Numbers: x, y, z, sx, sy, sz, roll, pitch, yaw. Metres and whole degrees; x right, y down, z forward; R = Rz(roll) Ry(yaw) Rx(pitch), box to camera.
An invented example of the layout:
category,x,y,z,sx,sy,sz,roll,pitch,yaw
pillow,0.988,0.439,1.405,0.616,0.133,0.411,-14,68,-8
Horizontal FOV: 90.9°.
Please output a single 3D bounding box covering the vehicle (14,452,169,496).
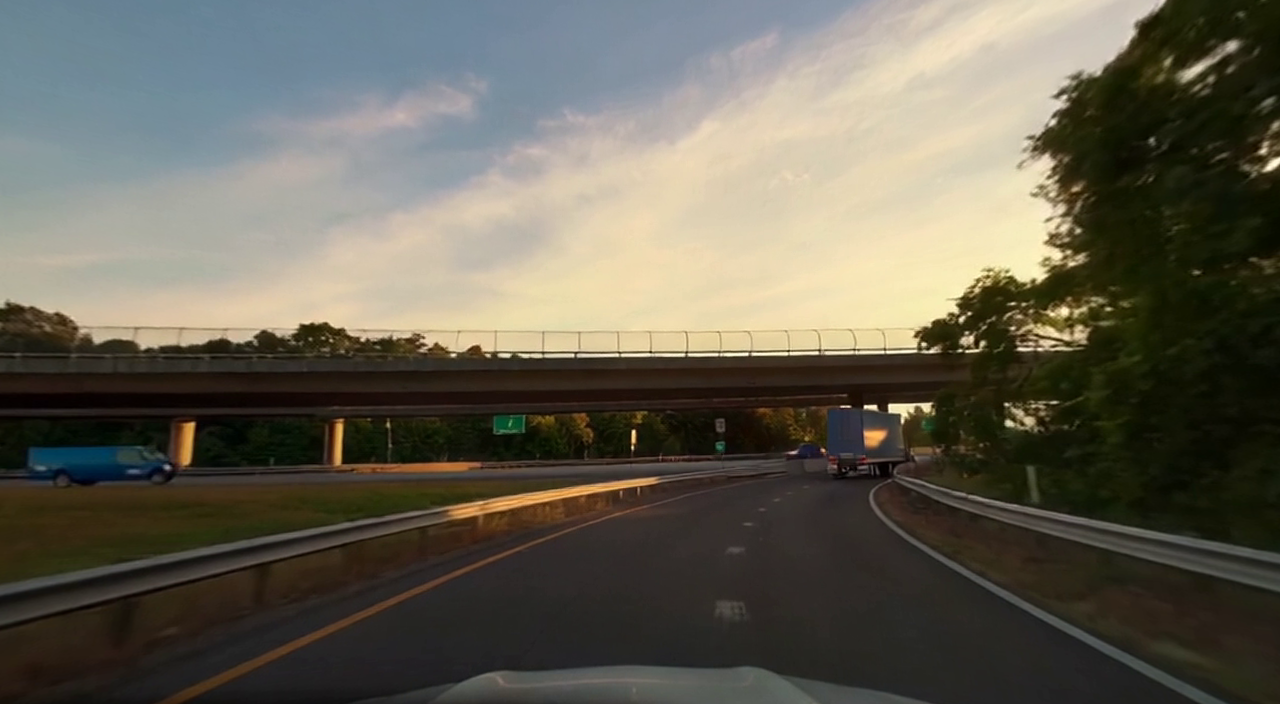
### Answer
category,x,y,z,sx,sy,sz,roll,pitch,yaw
vehicle,-20.309,4.500,23.591,4.024,1.444,1.940,5,-11,-32
